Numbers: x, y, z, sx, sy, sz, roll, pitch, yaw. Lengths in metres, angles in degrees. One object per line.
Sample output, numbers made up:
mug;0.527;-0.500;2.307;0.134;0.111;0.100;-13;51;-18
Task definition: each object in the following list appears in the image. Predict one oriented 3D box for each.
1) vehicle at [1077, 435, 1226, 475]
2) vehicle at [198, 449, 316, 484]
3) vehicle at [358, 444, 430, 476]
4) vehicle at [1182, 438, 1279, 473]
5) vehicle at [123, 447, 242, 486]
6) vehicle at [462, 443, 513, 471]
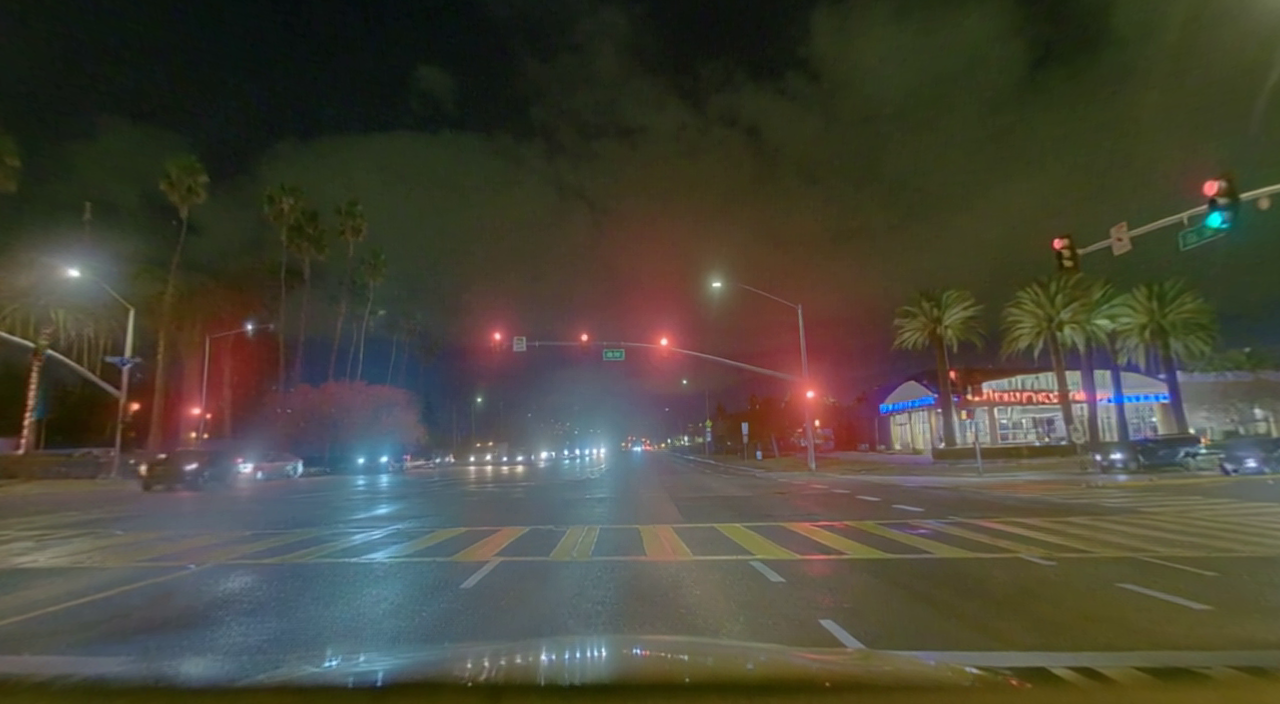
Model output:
vehicle;22.234;4.488;27.623;4.533;1.676;2.236;0;-9;-1
vehicle;-17.547;5.268;29.343;2.221;1.449;5.092;0;-9;1
vehicle;-13.868;6.114;35.918;2.074;1.671;4.755;0;-9;2
vehicle;27.392;4.642;28.465;4.625;1.451;1.801;1;-9;-9
vehicle;-21.253;5.296;29.645;2.107;1.642;4.561;0;-9;1
vehicle;-9.709;6.710;40.632;2.074;1.681;4.417;0;-9;1
